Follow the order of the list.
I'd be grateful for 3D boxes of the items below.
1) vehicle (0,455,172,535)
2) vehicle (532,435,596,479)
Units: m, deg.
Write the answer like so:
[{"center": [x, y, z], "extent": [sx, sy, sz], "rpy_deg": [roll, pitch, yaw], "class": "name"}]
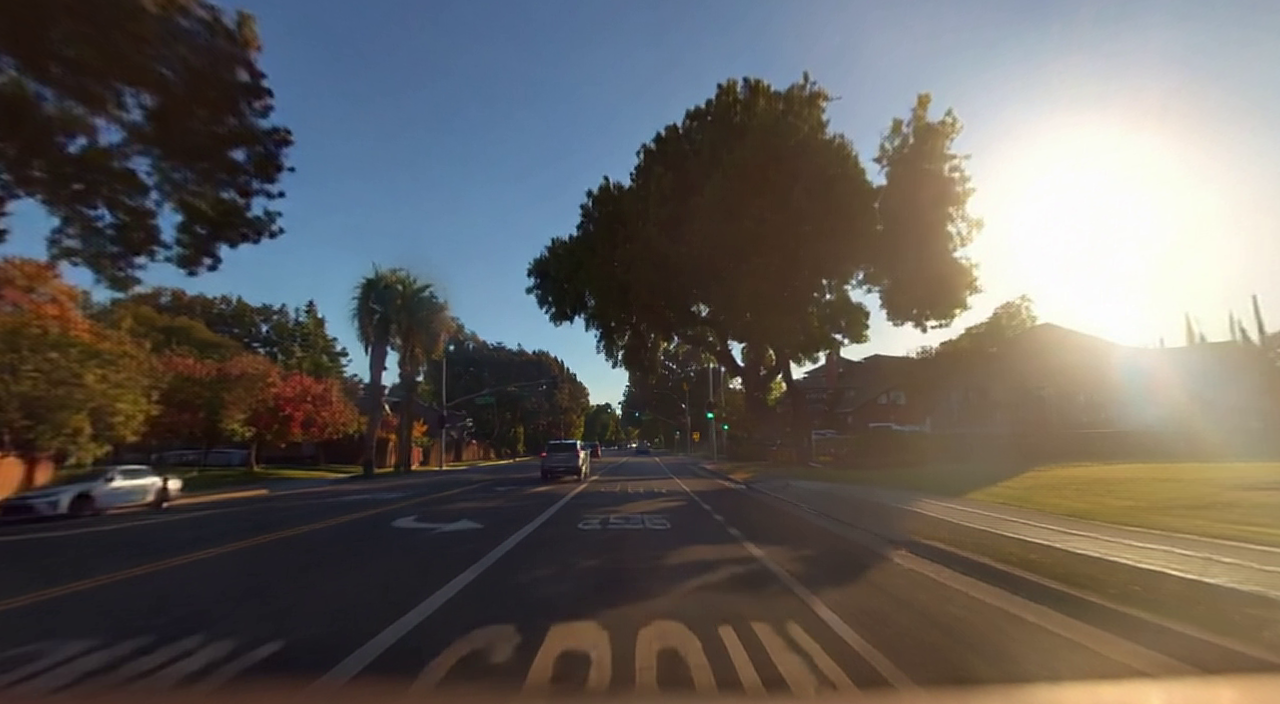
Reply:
[{"center": [-14.214, 3.439, 15.547], "extent": [1.860, 1.490, 4.542], "rpy_deg": [-4, -7, 0], "class": "vehicle"}, {"center": [-3.133, 4.468, 27.055], "extent": [2.084, 1.701, 4.734], "rpy_deg": [0, -8, 1], "class": "vehicle"}]
